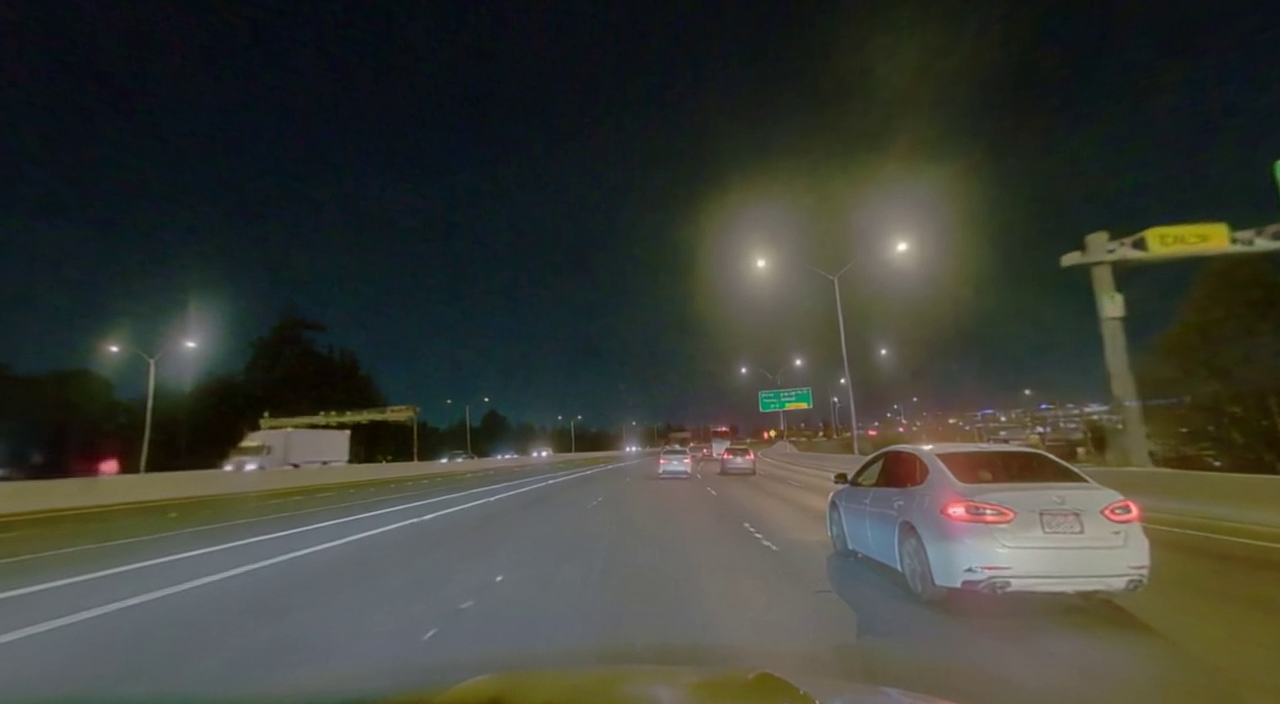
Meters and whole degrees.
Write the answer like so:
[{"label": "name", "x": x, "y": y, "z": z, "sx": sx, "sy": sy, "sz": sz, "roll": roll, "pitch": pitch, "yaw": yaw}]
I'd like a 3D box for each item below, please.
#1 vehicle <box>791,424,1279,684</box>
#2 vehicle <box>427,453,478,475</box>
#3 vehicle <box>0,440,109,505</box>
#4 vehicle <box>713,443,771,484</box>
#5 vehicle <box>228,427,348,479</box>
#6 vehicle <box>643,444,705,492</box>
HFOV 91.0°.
[{"label": "vehicle", "x": 2.982, "y": 1.528, "z": 6.008, "sx": 2.009, "sy": 1.489, "sz": 4.559, "roll": 0, "pitch": -9, "yaw": 1}, {"label": "vehicle", "x": -13.630, "y": 8.145, "z": 46.056, "sx": 1.973, "sy": 1.532, "sz": 4.450, "roll": -1, "pitch": -9, "yaw": 6}, {"label": "vehicle", "x": -19.601, "y": 3.596, "z": 18.934, "sx": 2.113, "sy": 1.862, "sz": 5.561, "roll": -1, "pitch": -9, "yaw": 4}, {"label": "vehicle", "x": 4.474, "y": 4.927, "z": 28.156, "sx": 2.076, "sy": 1.684, "sz": 4.241, "roll": 0, "pitch": -9, "yaw": 3}, {"label": "vehicle", "x": -21.817, "y": 6.323, "z": 39.594, "sx": 3.098, "sy": 2.950, "sz": 6.966, "roll": -1, "pitch": -9, "yaw": 4}, {"label": "vehicle", "x": 1.254, "y": 4.243, "z": 23.394, "sx": 2.074, "sy": 1.614, "sz": 3.803, "roll": 0, "pitch": -9, "yaw": 3}]
